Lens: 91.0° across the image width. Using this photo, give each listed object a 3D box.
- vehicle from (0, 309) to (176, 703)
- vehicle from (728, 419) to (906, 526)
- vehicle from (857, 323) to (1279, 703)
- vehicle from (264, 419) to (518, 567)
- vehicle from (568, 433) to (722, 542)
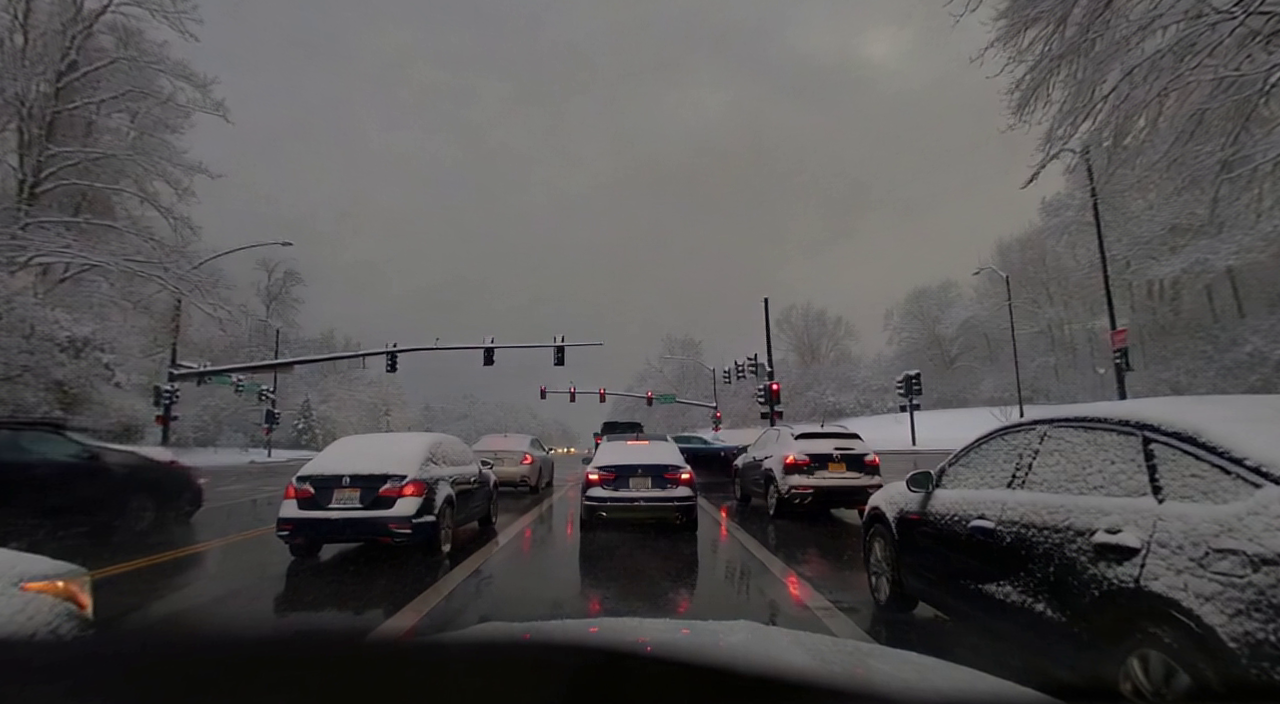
[{"bbox_3d":[-3.204,0.502,0.603,2.079,1.756,4.676,0,-8,-3],"label":"vehicle"},{"bbox_3d":[3.074,2.207,12.014,2.106,1.667,4.101,0,-8,-1],"label":"vehicle"},{"bbox_3d":[3.151,0.995,3.737,2.074,1.685,4.387,0,-8,-1],"label":"vehicle"},{"bbox_3d":[-3.058,1.818,8.903,1.896,1.546,4.378,0,-8,-2],"label":"vehicle"},{"bbox_3d":[0.004,2.106,10.420,2.076,1.438,3.770,0,-8,-2],"label":"vehicle"}]
